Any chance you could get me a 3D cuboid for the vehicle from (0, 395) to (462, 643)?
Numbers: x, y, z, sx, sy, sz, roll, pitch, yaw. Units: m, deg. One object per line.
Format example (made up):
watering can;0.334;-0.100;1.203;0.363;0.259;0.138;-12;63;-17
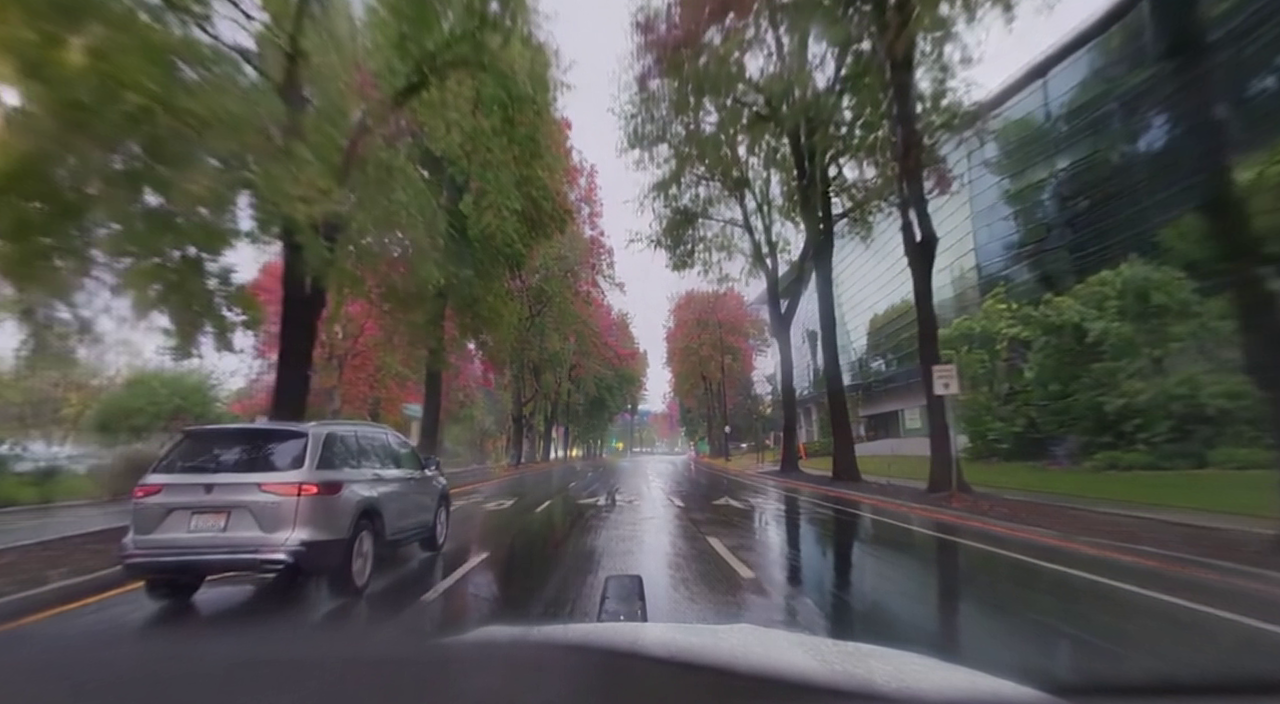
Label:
vehicle;-3.584;1.508;6.738;2.067;1.700;4.561;0;-9;-1
